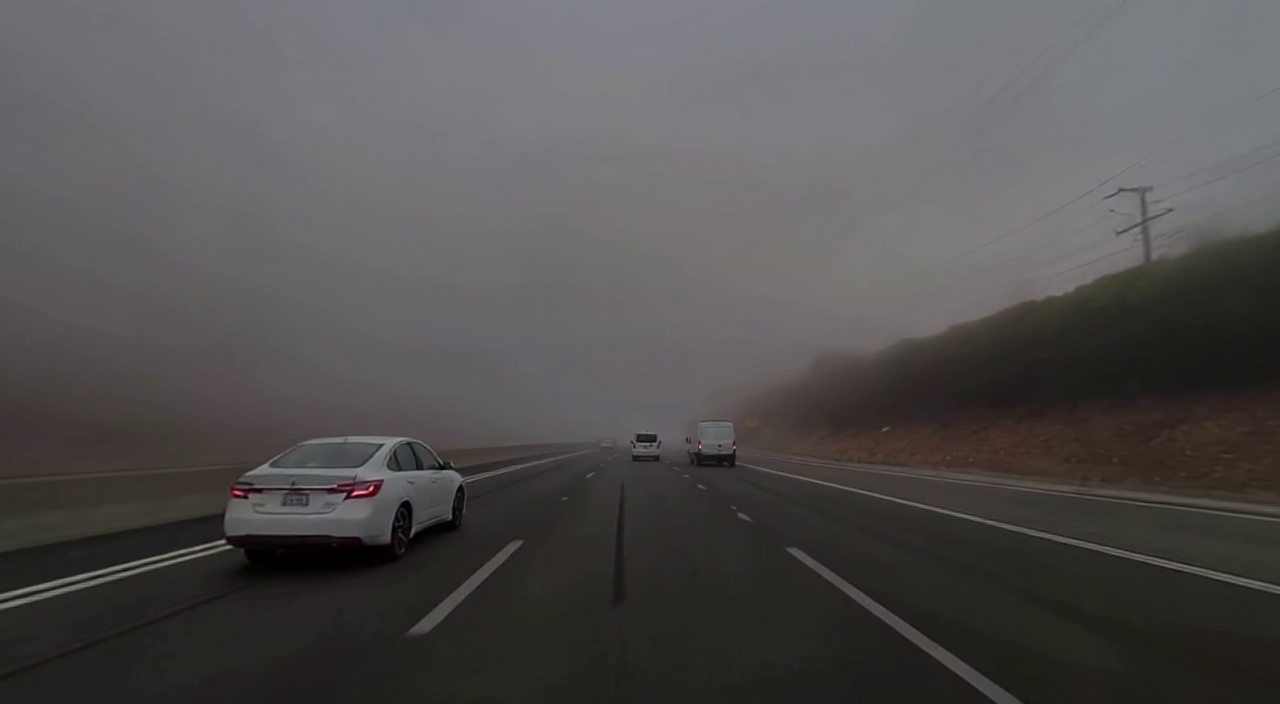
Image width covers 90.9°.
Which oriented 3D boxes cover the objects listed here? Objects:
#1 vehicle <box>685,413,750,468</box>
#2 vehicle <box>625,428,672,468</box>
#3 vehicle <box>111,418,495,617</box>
[{"bbox_3d":[3.658,4.299,30.840,2.348,2.429,5.172,0,-8,-2],"label":"vehicle"},{"bbox_3d":[0.367,4.681,31.068,2.159,1.811,4.238,0,-8,-1],"label":"vehicle"},{"bbox_3d":[-3.041,1.531,6.928,1.890,1.490,4.202,0,-8,0],"label":"vehicle"}]
